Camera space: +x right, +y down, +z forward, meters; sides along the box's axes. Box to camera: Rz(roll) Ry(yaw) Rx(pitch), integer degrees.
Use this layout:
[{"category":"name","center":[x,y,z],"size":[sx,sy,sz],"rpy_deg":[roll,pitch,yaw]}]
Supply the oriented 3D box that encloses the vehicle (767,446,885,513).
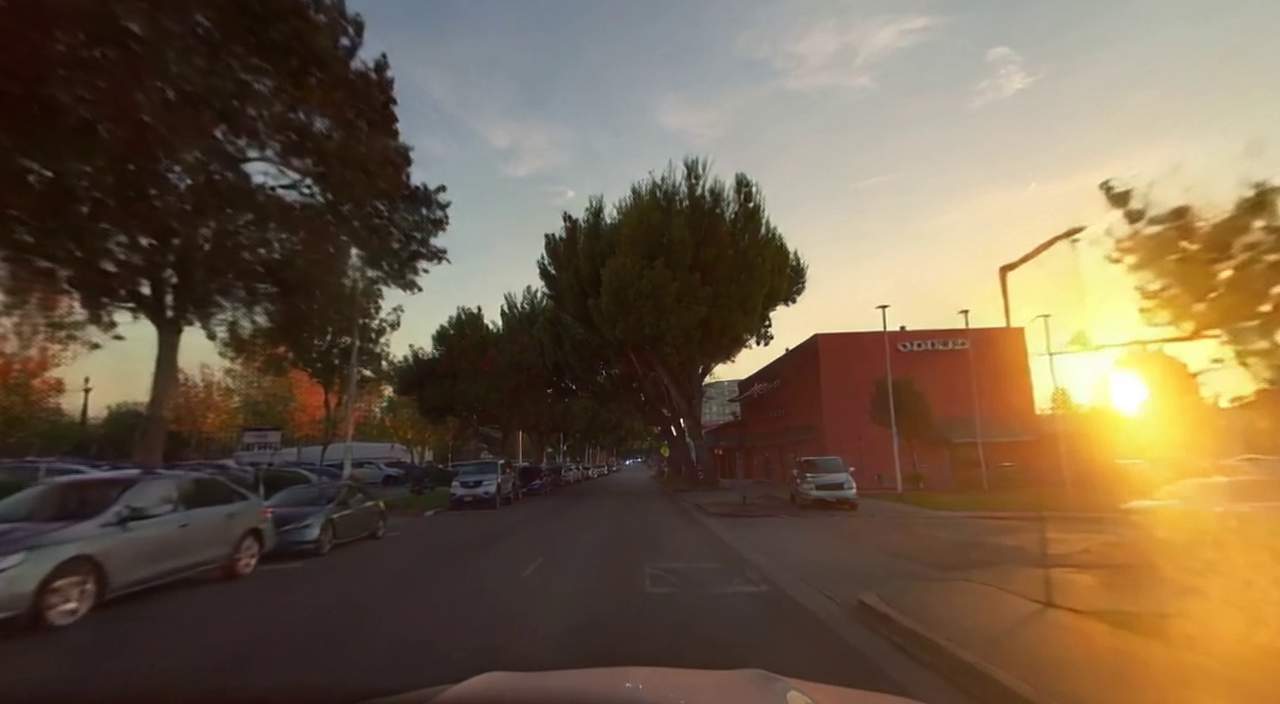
[{"category":"vehicle","center":[5.577,3.935,19.638],"size":[2.054,1.779,4.650],"rpy_deg":[1,-11,-2]}]

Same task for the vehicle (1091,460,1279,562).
[{"category":"vehicle","center":[10.206,2.546,10.338],"size":[1.926,1.469,4.654],"rpy_deg":[1,-11,-4]}]

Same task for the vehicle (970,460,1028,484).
[{"category":"vehicle","center":[25.470,8.497,44.810],"size":[1.698,1.489,3.599],"rpy_deg":[-3,-9,-4]}]

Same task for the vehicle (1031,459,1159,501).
[{"category":"vehicle","center":[17.879,5.064,25.037],"size":[1.794,1.486,3.983],"rpy_deg":[1,-11,-6]}]

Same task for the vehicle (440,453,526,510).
[{"category":"vehicle","center":[-6.089,5.127,25.214],"size":[2.196,2.001,5.548],"rpy_deg":[1,-11,-3]}]

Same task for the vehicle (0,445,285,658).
[{"category":"vehicle","center":[-6.002,1.887,6.768],"size":[1.957,1.634,4.164],"rpy_deg":[1,-11,-1]}]
